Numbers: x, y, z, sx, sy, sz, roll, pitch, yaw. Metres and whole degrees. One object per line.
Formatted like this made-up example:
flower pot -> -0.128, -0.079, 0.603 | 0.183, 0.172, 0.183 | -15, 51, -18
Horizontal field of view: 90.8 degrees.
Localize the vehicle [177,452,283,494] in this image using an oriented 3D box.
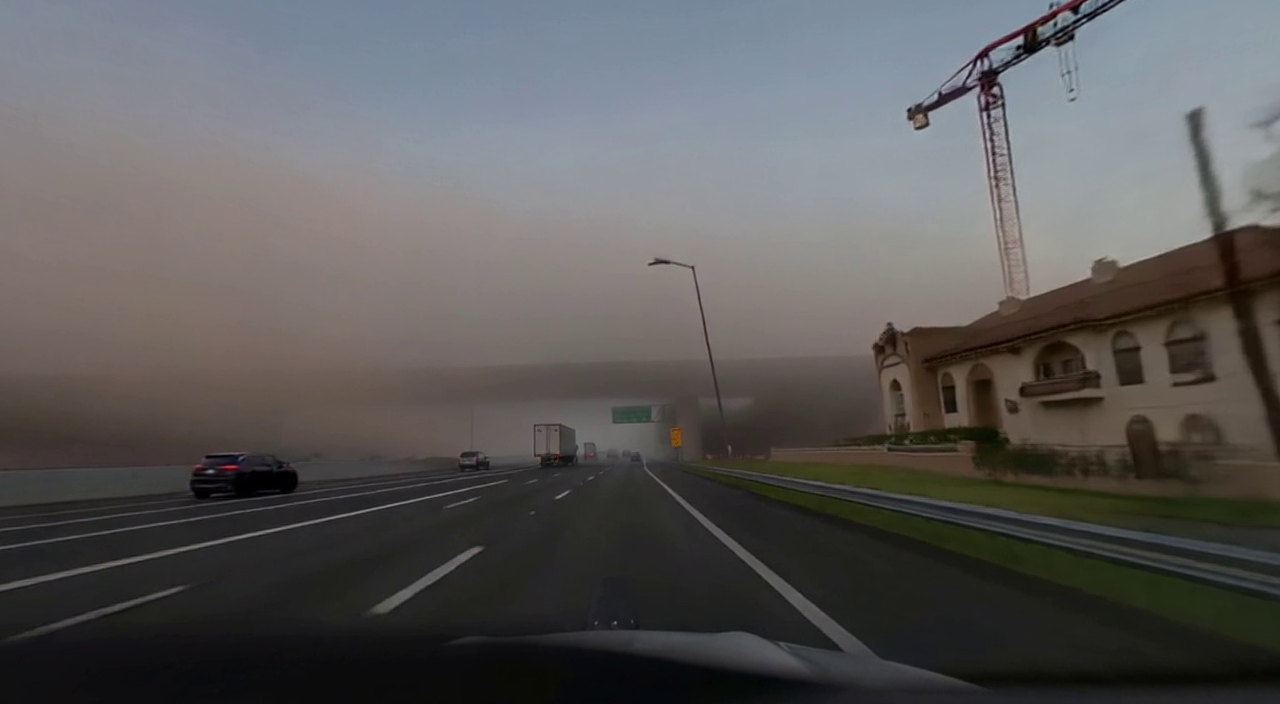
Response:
vehicle -> -19.206, 5.649, 29.882 | 1.932, 1.752, 4.541 | 0, -9, 0
